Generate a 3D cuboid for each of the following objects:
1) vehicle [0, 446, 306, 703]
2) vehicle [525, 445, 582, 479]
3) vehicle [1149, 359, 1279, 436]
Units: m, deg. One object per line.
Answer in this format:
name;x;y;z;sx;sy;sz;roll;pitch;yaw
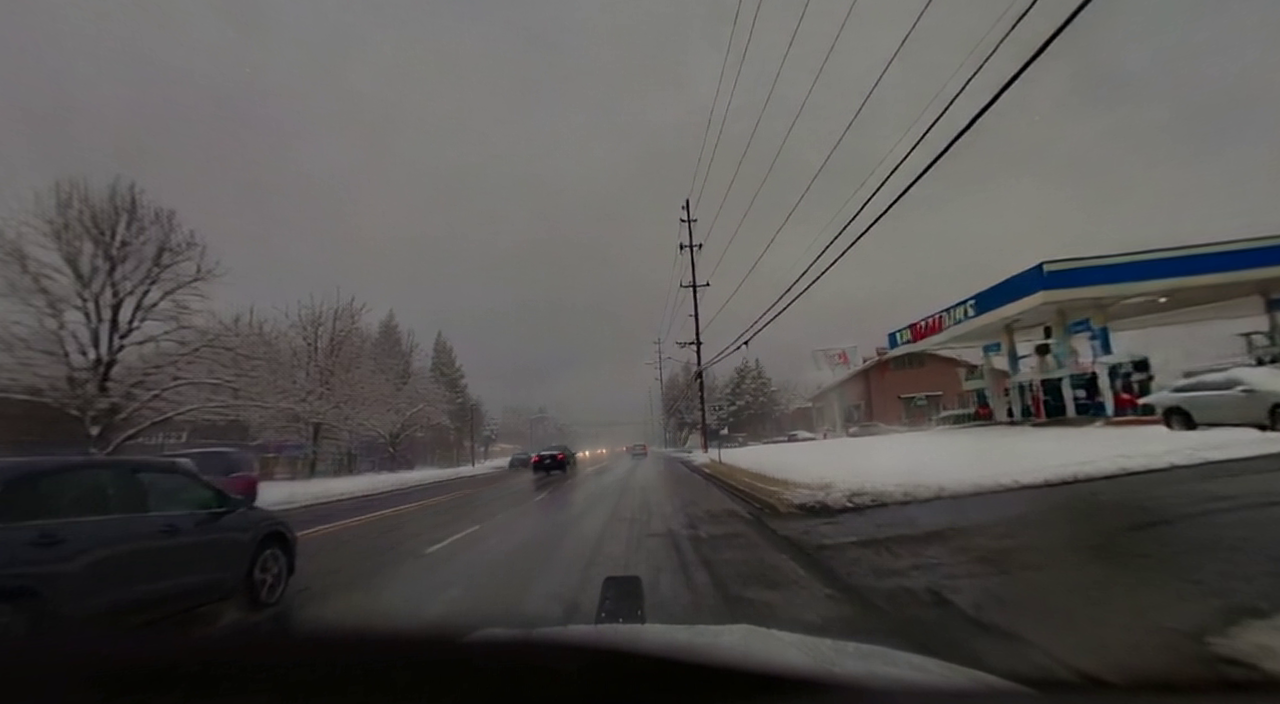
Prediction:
vehicle;-4.040;1.288;3.710;1.704;1.430;4.587;0;-8;-1
vehicle;-3.950;5.106;29.577;1.943;1.455;4.414;0;-8;1
vehicle;14.272;1.099;14.347;1.835;1.549;4.178;0;-8;-2
